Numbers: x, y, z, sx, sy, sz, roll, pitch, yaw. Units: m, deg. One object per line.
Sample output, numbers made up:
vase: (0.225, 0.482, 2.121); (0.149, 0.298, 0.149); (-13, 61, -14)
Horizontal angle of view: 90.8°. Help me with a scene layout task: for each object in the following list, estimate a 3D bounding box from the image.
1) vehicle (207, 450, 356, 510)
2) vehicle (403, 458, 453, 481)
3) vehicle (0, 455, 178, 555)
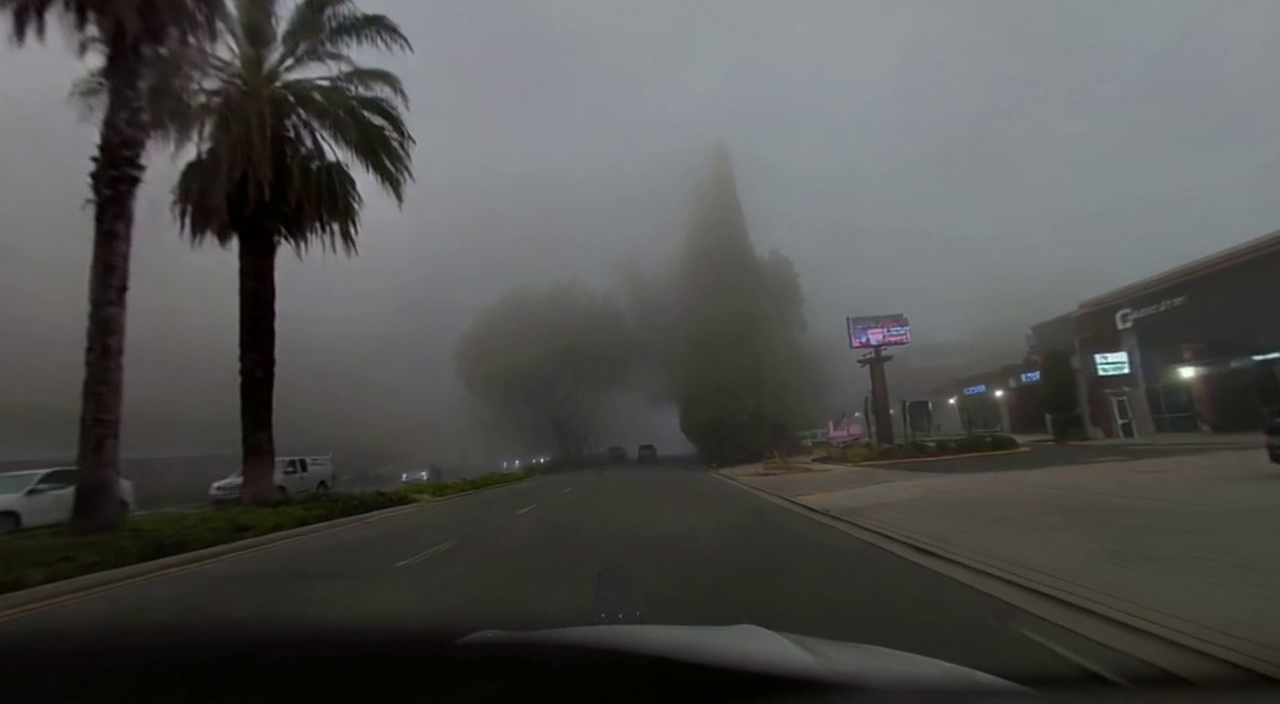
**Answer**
vehicle: (-12.433, 4.422, 22.421); (2.306, 1.807, 4.927); (0, -8, 1)
vehicle: (-15.340, 8.507, 45.927); (1.940, 1.492, 4.495); (0, -8, 1)
vehicle: (-12.525, 3.062, 13.255); (2.199, 1.696, 4.440); (0, -8, 1)
